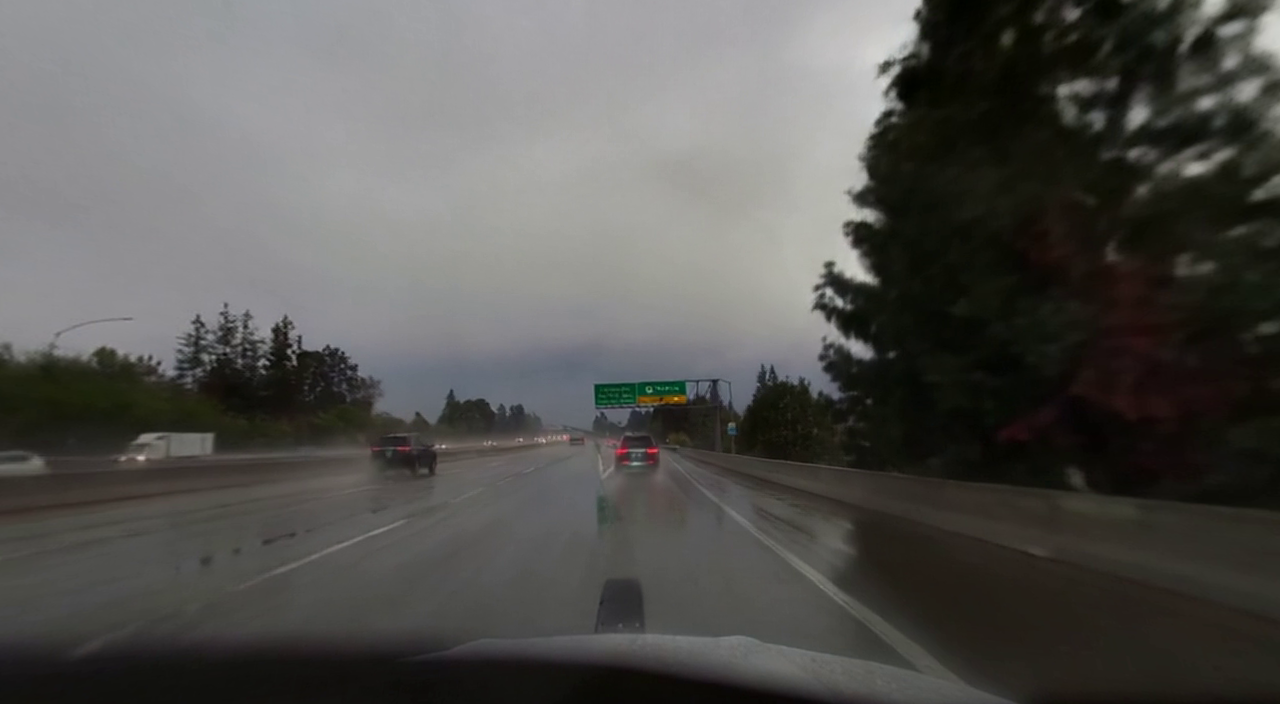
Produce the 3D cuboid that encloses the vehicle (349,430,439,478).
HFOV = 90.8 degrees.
[{"bbox_3d":[-11.069,4.641,28.921,2.289,1.955,5.147,0,-9,-3],"label":"vehicle"}]

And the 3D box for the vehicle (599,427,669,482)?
[{"bbox_3d":[-0.246,4.100,25.544,2.497,1.957,5.432,0,-9,0],"label":"vehicle"}]
